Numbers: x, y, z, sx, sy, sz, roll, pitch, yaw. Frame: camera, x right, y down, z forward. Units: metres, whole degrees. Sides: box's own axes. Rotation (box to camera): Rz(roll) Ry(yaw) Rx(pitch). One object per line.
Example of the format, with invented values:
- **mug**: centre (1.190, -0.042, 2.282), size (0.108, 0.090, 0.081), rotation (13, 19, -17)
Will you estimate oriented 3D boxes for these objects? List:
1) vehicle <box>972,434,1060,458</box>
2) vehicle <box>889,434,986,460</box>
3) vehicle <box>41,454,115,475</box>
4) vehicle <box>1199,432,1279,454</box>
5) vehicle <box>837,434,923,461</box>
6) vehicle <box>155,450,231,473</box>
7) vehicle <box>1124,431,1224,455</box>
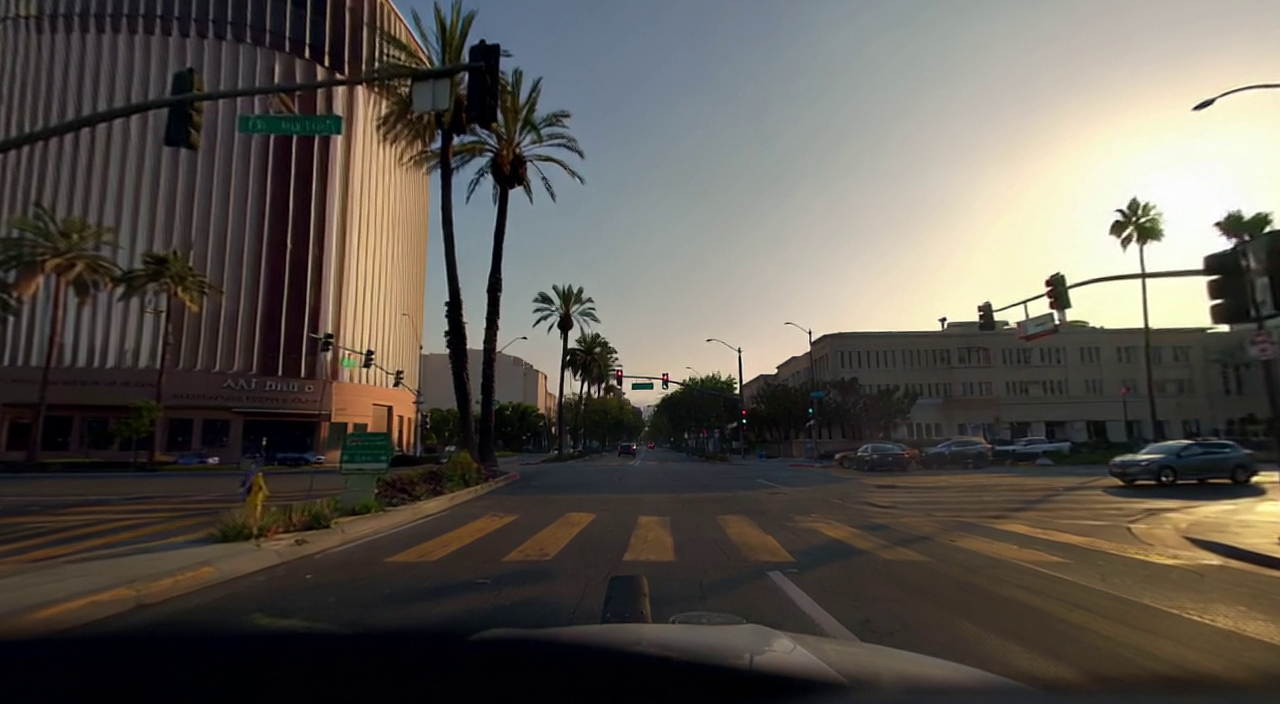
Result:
- **vehicle**: centre (23.784, 5.993, 39.983), size (4.423, 1.465, 1.798), rotation (0, -8, 1)
- **vehicle**: centre (17.164, 5.517, 36.525), size (4.684, 1.461, 1.777), rotation (0, -8, -1)
- **vehicle**: centre (-41.317, 8.248, 46.389), size (3.698, 1.467, 1.779), rotation (0, -8, 1)
- **vehicle**: centre (42.365, 6.413, 44.235), size (4.437, 1.469, 1.811), rotation (0, -8, 0)
- **vehicle**: centre (15.270, 6.095, 40.248), size (4.648, 1.665, 1.910), rotation (0, -8, 0)
- **vehicle**: centre (-32.815, 8.031, 46.321), size (4.136, 1.661, 1.857), rotation (0, -8, 1)
- **vehicle**: centre (33.436, 5.693, 39.538), size (4.567, 1.458, 1.791), rotation (0, -8, 2)
